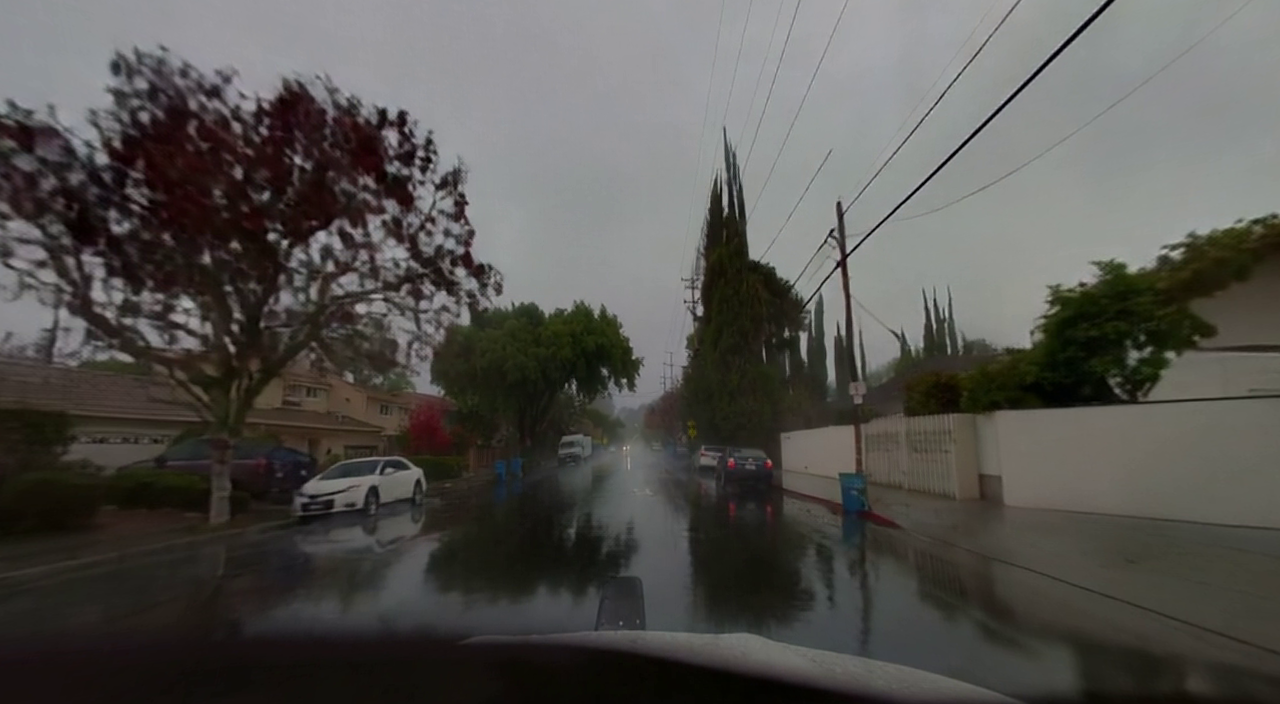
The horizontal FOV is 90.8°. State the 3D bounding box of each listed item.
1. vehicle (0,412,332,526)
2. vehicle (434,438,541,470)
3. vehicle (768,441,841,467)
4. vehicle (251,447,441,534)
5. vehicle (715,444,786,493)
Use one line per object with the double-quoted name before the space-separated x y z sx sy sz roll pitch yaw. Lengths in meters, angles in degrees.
"vehicle" -11.125 2.798 15.820 2.416 2.211 6.384 -2 -9 15
"vehicle" -10.165 6.834 42.565 6.540 2.079 2.565 0 -9 1
"vehicle" 11.542 7.175 44.600 4.530 1.736 2.144 0 -9 3
"vehicle" -6.508 3.066 14.730 2.062 1.500 4.629 -3 -8 3
"vehicle" 3.641 3.898 21.534 1.903 1.500 4.057 0 -9 3
